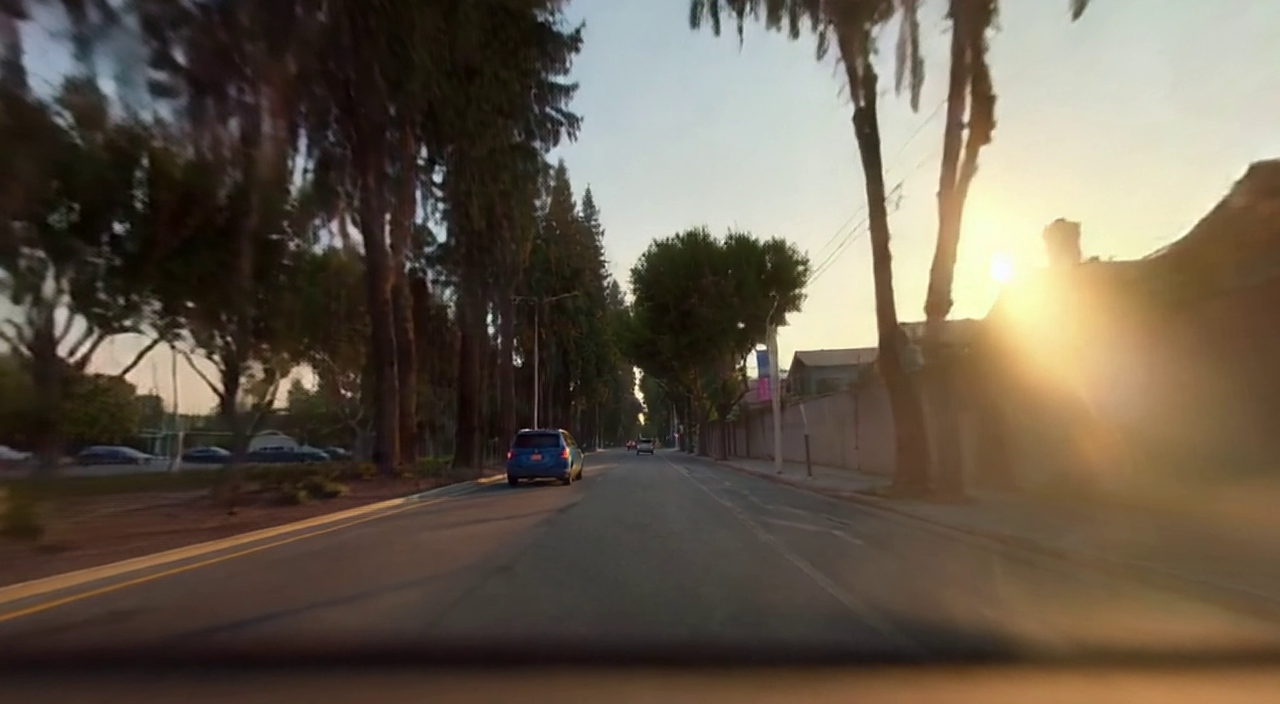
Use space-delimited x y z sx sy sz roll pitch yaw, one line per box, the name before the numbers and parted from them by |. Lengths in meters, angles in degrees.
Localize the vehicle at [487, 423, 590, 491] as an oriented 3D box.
vehicle | -2.969 3.225 19.614 2.281 1.837 4.845 0 -8 1
